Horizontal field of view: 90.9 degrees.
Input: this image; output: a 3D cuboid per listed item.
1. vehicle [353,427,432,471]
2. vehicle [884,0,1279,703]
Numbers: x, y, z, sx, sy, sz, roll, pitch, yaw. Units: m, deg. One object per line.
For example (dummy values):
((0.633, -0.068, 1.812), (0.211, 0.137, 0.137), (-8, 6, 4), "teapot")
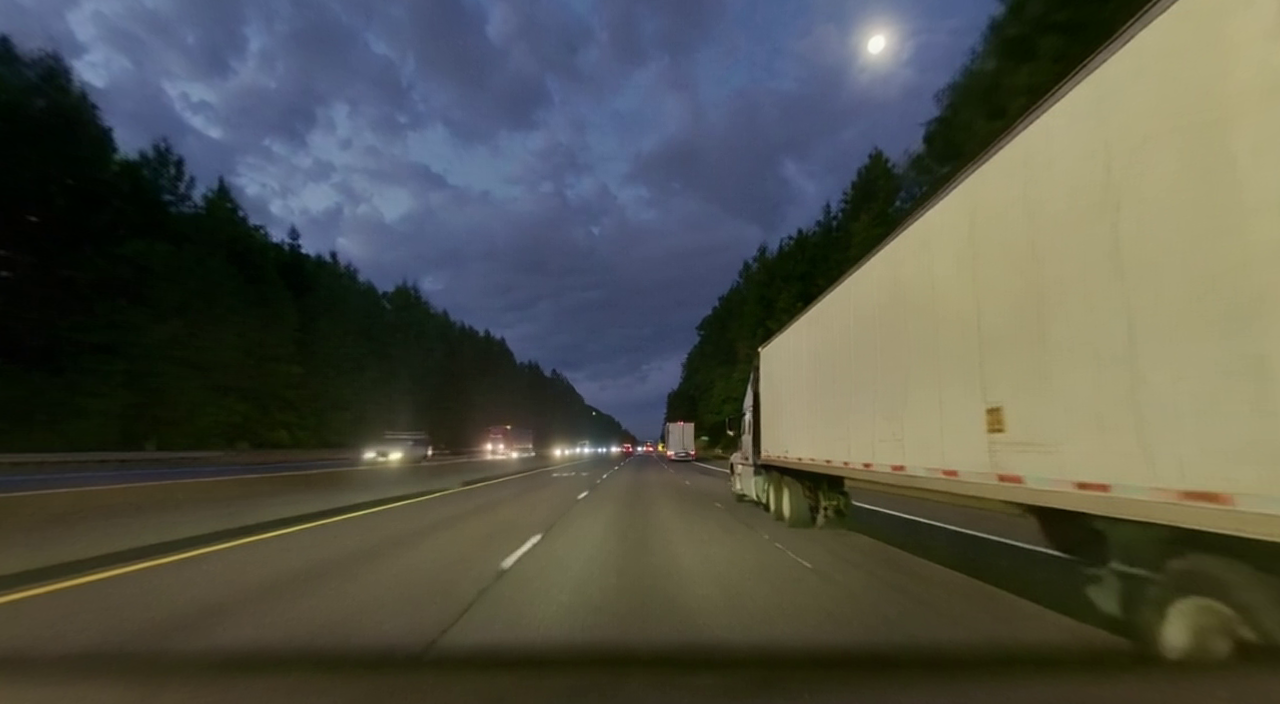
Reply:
((-15.649, 6.231, 40.343), (2.421, 2.540, 6.190), (0, -9, 1), "vehicle")
((4.007, -0.109, 3.158), (3.034, 3.898, 5.902), (0, -9, 0), "vehicle")
